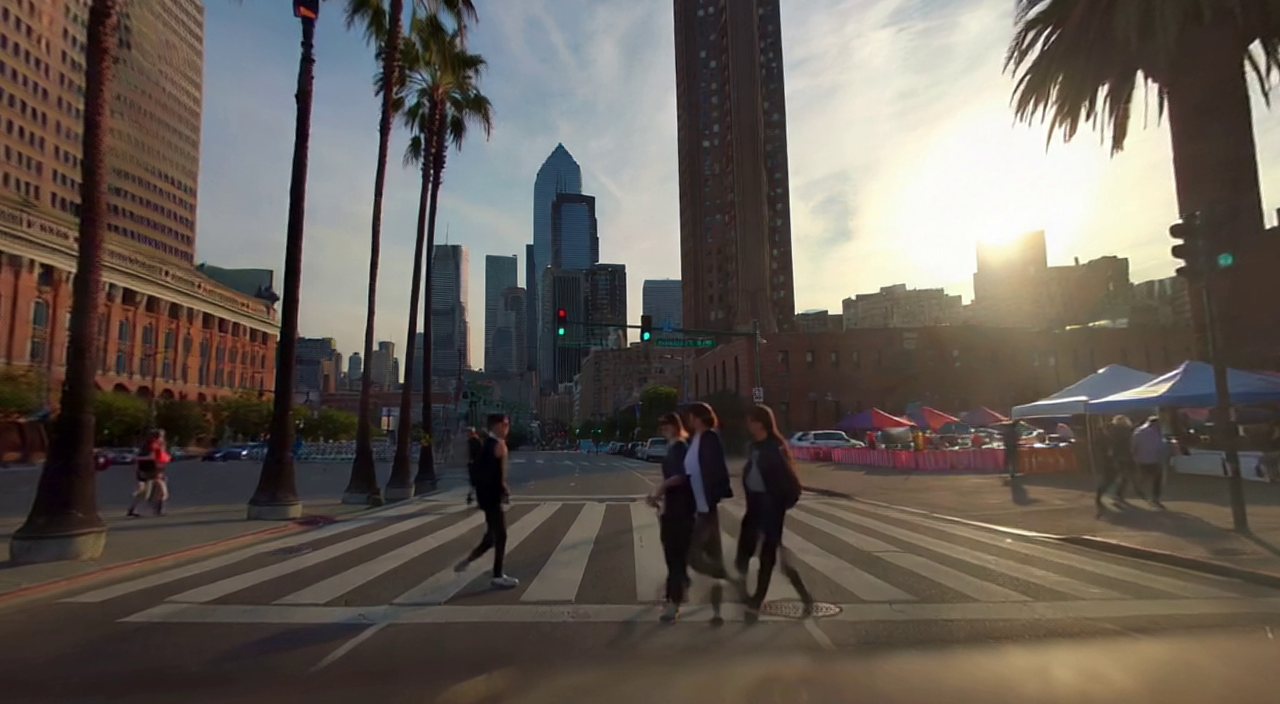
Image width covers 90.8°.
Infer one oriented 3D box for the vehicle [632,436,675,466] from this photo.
[{"bbox_3d":[0.904,7.276,46.556,2.322,2.071,5.366,1,-9,-9],"label":"vehicle"}]
